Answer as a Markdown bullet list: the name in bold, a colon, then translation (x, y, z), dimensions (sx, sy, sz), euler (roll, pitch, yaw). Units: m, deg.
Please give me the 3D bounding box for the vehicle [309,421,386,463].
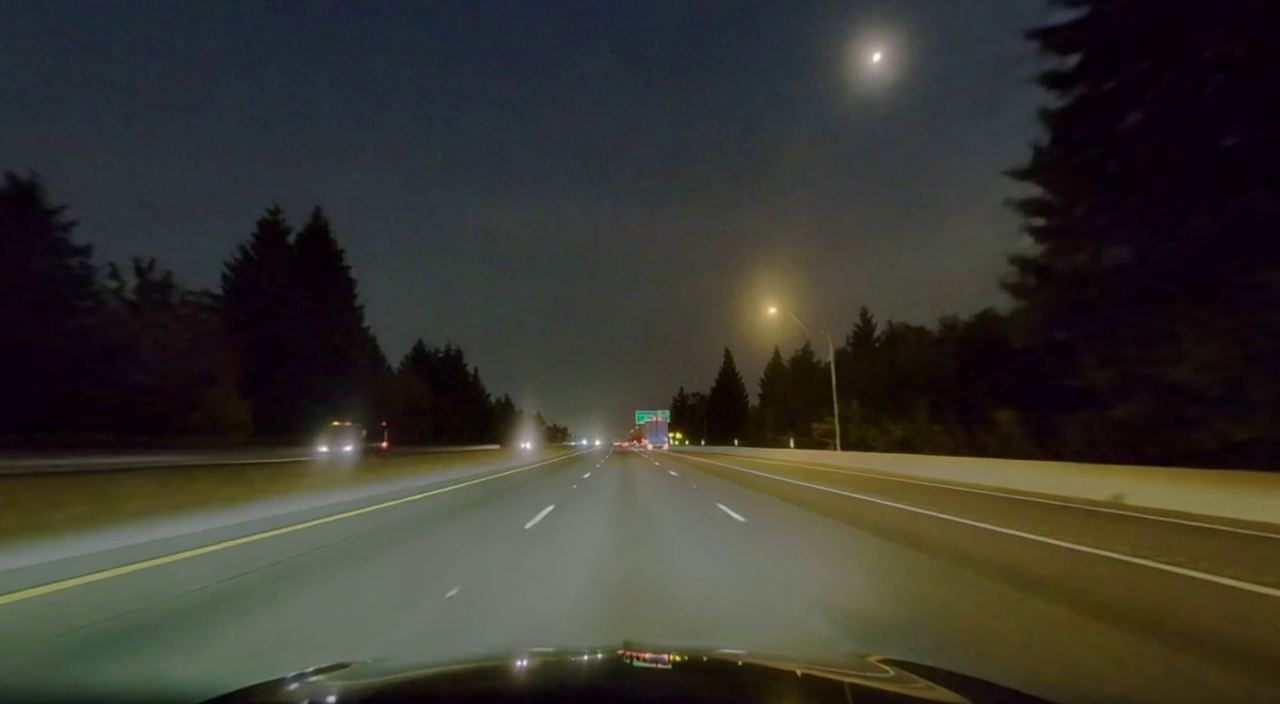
- **vehicle**: translation (-22.140, 6.875, 48.046), dimensions (2.695, 2.900, 6.894), euler (0, -8, -2)
